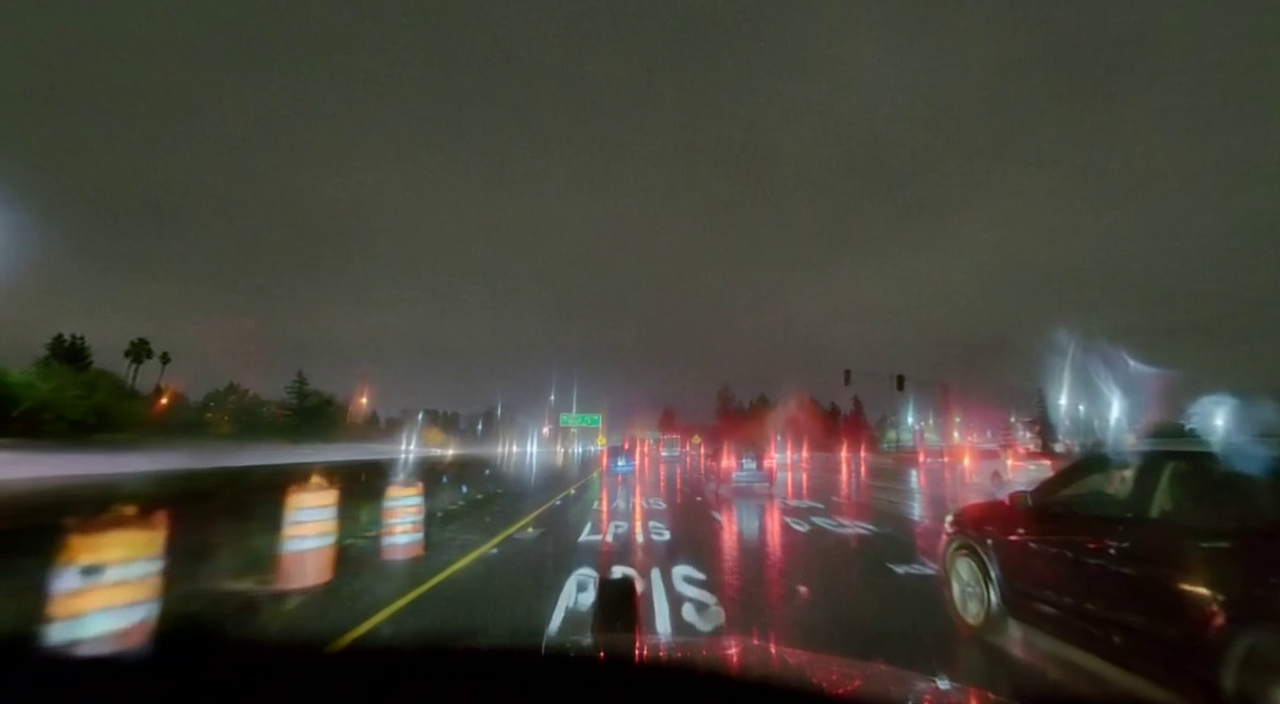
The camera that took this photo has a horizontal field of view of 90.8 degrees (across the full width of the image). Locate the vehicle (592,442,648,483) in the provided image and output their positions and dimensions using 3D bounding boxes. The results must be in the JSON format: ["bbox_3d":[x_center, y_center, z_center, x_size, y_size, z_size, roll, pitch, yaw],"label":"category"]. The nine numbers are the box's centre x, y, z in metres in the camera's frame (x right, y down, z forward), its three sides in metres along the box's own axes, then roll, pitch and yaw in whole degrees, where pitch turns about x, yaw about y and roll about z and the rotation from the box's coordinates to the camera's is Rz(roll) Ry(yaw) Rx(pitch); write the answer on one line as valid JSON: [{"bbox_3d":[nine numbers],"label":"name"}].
[{"bbox_3d":[-0.773,4.399,25.426,2.069,1.470,4.004,0,-9,-1],"label":"vehicle"}]

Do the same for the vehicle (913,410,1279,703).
[{"bbox_3d":[3.233,1.041,2.906,1.996,1.455,4.281,0,-9,-1],"label":"vehicle"}]

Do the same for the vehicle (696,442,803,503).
[{"bbox_3d":[2.831,3.232,17.449,2.042,1.460,4.451,0,-9,-2],"label":"vehicle"}]
